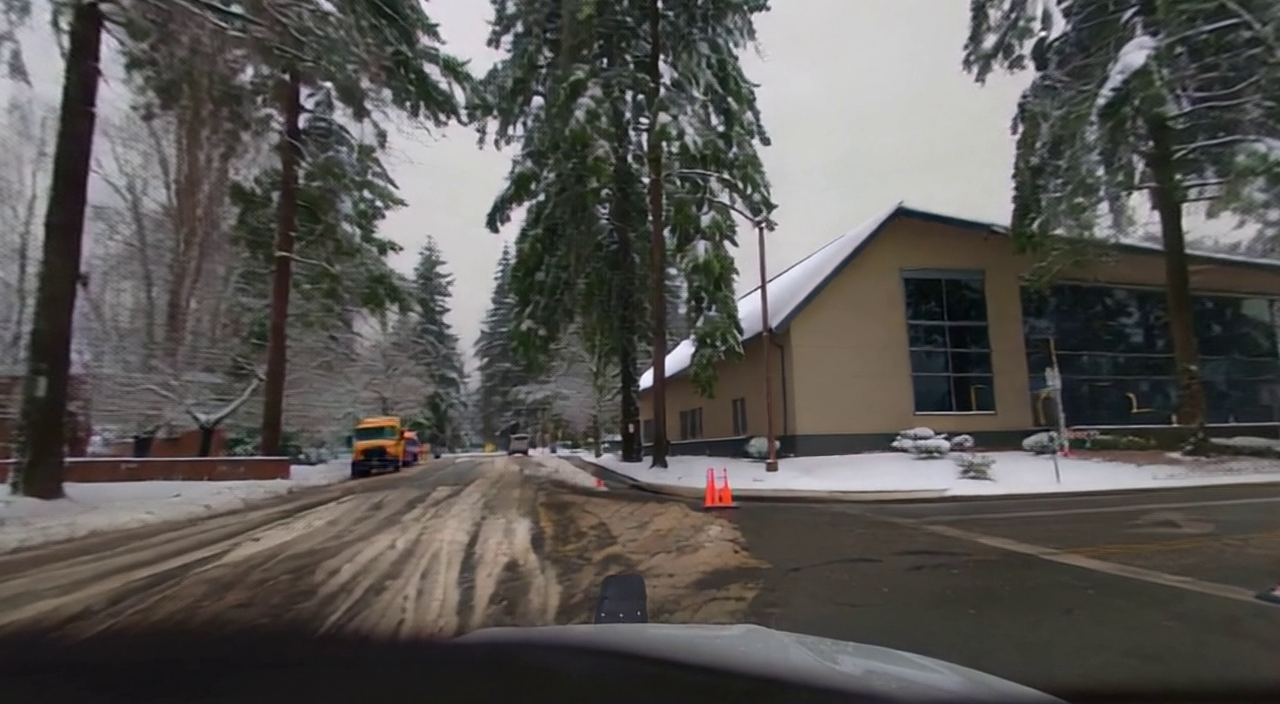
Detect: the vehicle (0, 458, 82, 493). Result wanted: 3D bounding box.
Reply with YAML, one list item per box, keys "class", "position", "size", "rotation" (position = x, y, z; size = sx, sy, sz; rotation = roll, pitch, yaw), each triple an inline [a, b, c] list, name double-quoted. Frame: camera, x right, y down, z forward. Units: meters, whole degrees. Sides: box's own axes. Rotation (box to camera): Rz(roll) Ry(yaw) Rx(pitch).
- class: "vehicle"
  position: [-28.571, 5.702, 29.507]
  size: [1.771, 1.432, 4.363]
  rotation: [2, -9, -13]
